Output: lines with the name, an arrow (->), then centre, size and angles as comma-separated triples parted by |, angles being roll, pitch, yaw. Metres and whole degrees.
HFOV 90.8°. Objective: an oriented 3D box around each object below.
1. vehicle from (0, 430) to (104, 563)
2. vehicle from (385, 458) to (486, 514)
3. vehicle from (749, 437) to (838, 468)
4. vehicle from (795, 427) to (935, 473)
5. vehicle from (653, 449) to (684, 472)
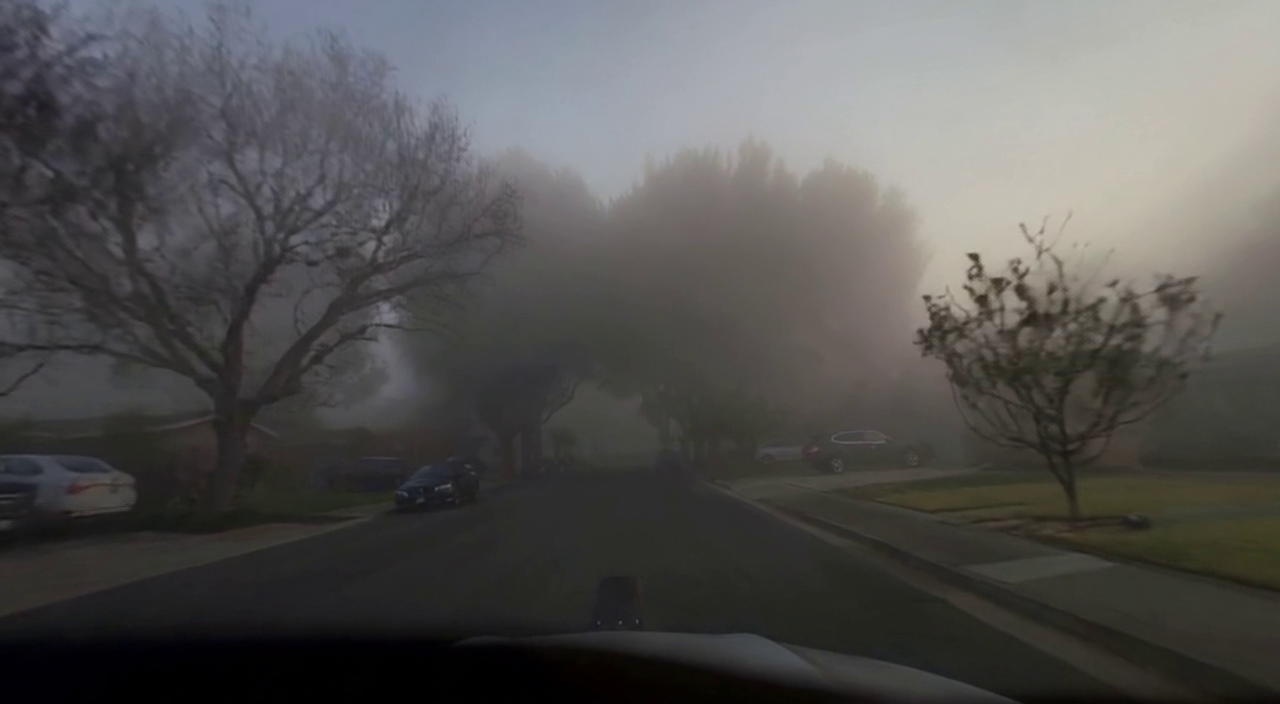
vehicle -> -12.281, 2.373, 10.496 | 4.753, 2.028, 2.079 | -1, -9, 0
vehicle -> -6.170, 4.060, 19.512 | 1.878, 1.496, 3.535 | -1, -9, 0
vehicle -> 8.422, 5.557, 34.988 | 4.331, 1.570, 2.009 | 0, -9, -2
vehicle -> 8.556, 3.758, 24.309 | 4.599, 1.652, 1.903 | 0, -9, -3
vehicle -> 1.886, 7.395, 43.277 | 2.022, 1.483, 4.565 | -1, -9, 1
